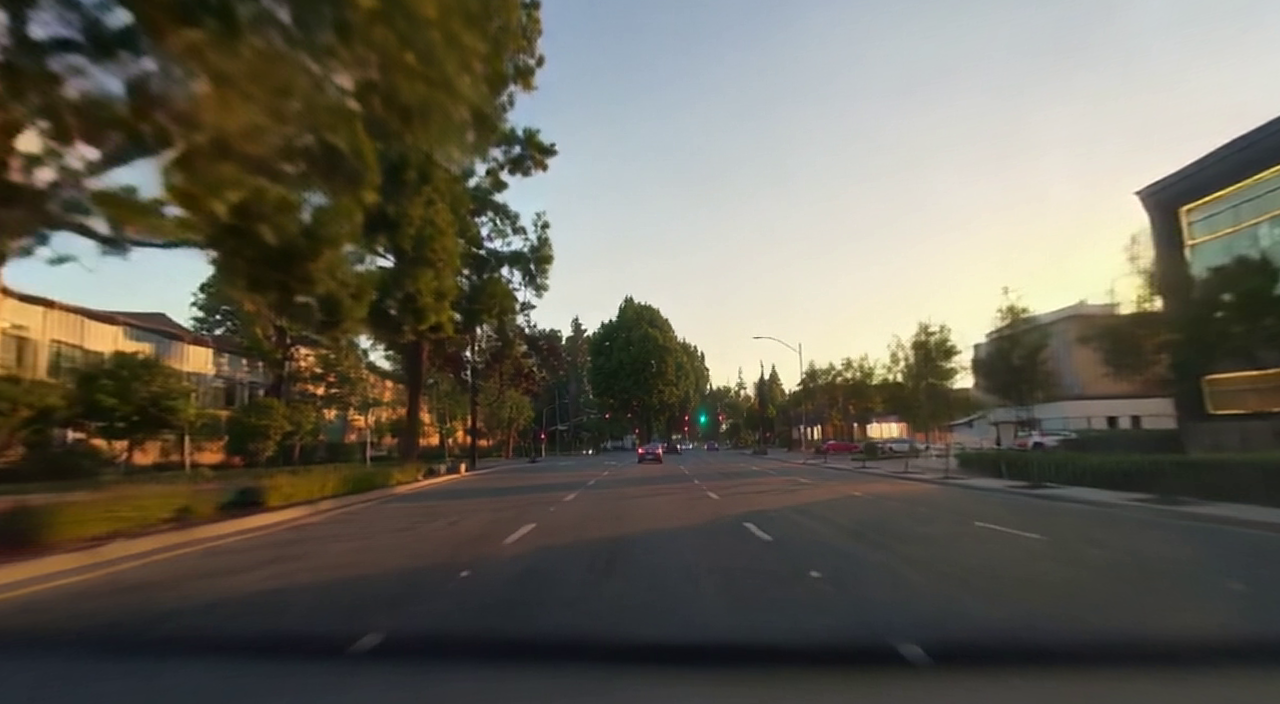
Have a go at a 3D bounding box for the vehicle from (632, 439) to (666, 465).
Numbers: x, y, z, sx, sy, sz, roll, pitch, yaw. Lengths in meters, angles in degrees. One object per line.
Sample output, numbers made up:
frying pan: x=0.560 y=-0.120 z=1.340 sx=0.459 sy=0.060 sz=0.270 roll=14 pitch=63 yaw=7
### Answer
vehicle: x=0.595 y=6.326 z=40.242 sx=2.037 sy=1.568 sz=3.693 roll=-1 pitch=-8 yaw=2
